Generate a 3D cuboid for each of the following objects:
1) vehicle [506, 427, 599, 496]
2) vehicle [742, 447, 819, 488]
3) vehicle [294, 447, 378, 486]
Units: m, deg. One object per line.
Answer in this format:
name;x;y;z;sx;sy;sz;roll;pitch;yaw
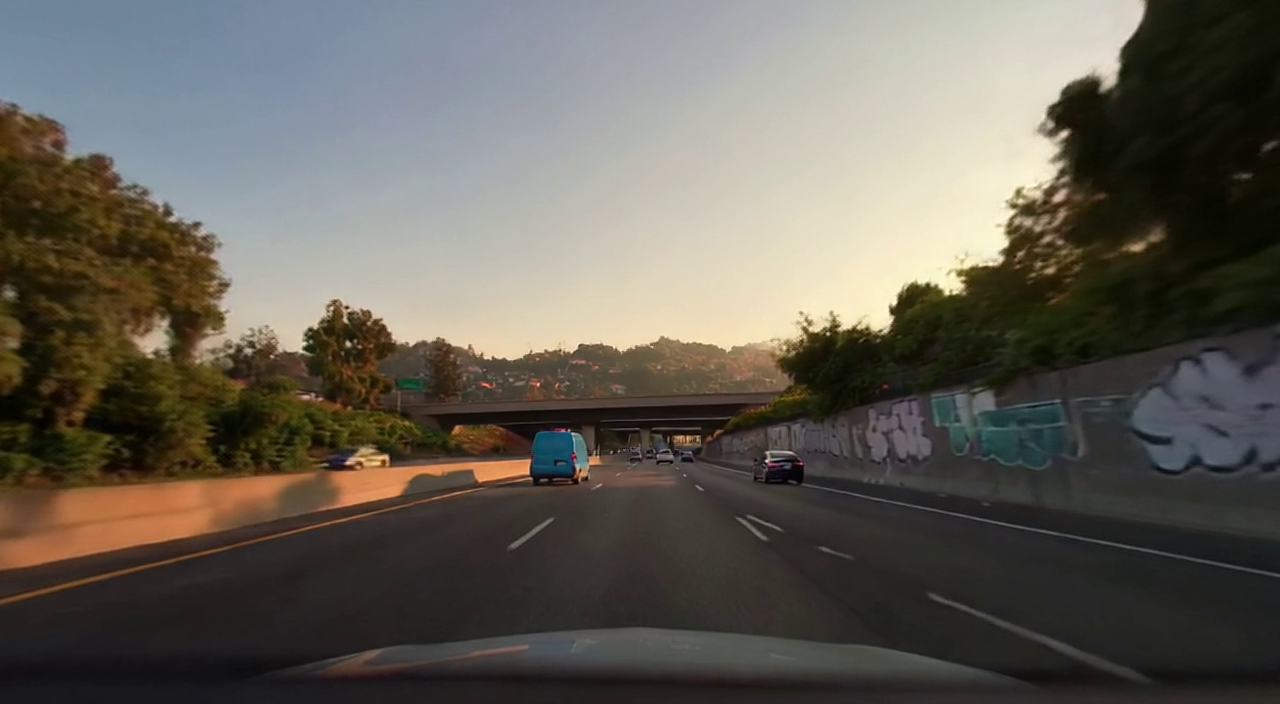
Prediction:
vehicle;-2.743;3.633;21.260;2.310;2.030;5.094;0;-9;1
vehicle;5.651;4.663;25.926;1.972;1.492;4.623;0;-9;-2
vehicle;-16.609;6.256;34.788;2.134;1.981;4.851;0;-9;1
